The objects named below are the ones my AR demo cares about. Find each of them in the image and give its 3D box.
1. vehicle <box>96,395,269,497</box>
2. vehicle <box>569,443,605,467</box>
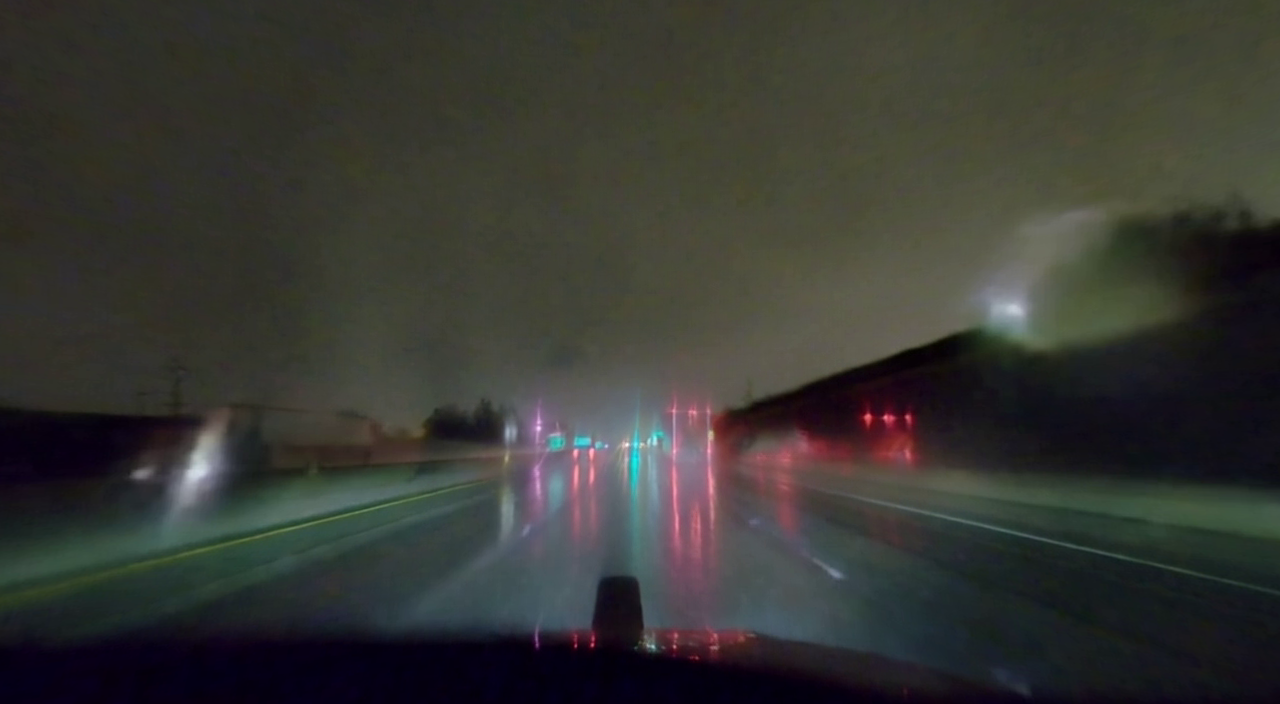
[{"bbox_3d":[-19.979,4.185,28.043,3.041,4.017,5.863,0,-9,0],"label":"vehicle"},{"bbox_3d":[-3.598,7.060,43.309,2.100,1.525,4.179,0,-9,0],"label":"vehicle"}]
